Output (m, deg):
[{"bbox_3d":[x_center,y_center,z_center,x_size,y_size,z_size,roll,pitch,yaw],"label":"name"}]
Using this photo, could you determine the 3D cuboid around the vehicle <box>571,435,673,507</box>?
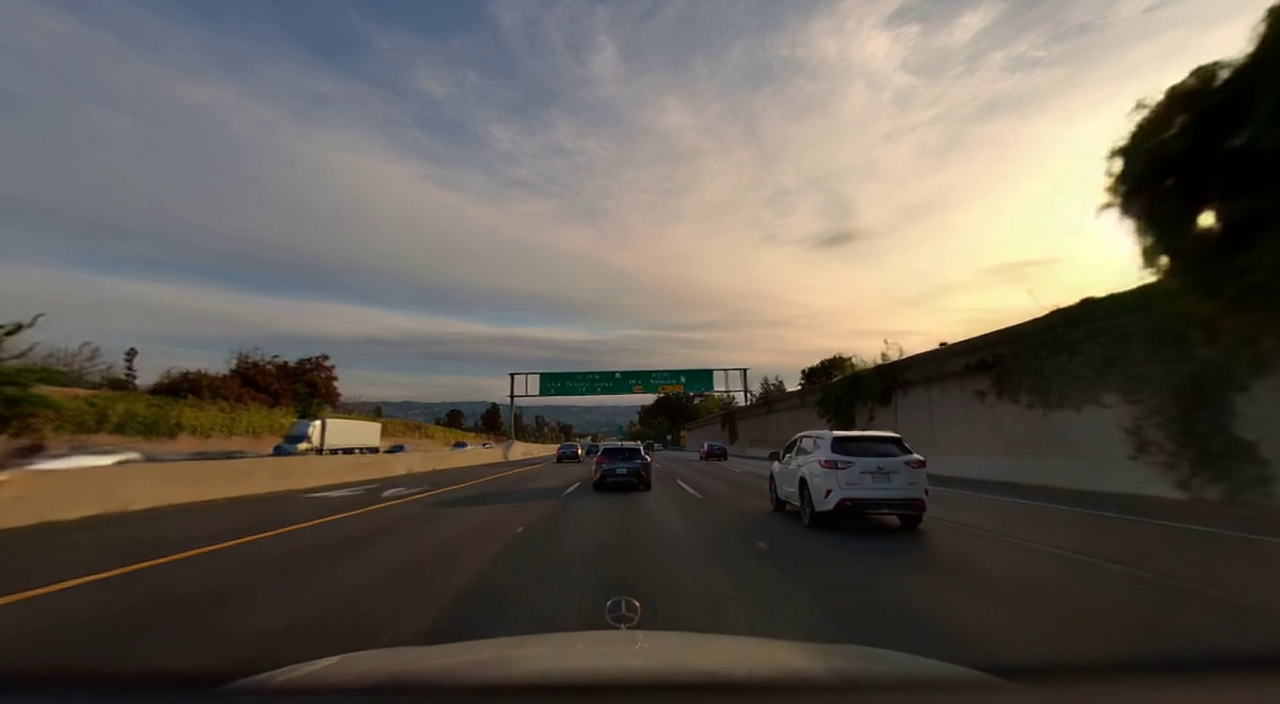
[{"bbox_3d":[-0.421,2.750,15.062,2.098,1.475,3.997,0,-8,-2],"label":"vehicle"}]

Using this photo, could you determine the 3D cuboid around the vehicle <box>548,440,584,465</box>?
[{"bbox_3d":[-5.405,7.455,46.966,2.218,1.776,5.031,0,-8,-2],"label":"vehicle"}]

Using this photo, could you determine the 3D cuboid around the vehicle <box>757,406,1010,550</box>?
[{"bbox_3d":[3.540,1.948,10.436,2.162,1.800,4.693,0,-8,-2],"label":"vehicle"}]
